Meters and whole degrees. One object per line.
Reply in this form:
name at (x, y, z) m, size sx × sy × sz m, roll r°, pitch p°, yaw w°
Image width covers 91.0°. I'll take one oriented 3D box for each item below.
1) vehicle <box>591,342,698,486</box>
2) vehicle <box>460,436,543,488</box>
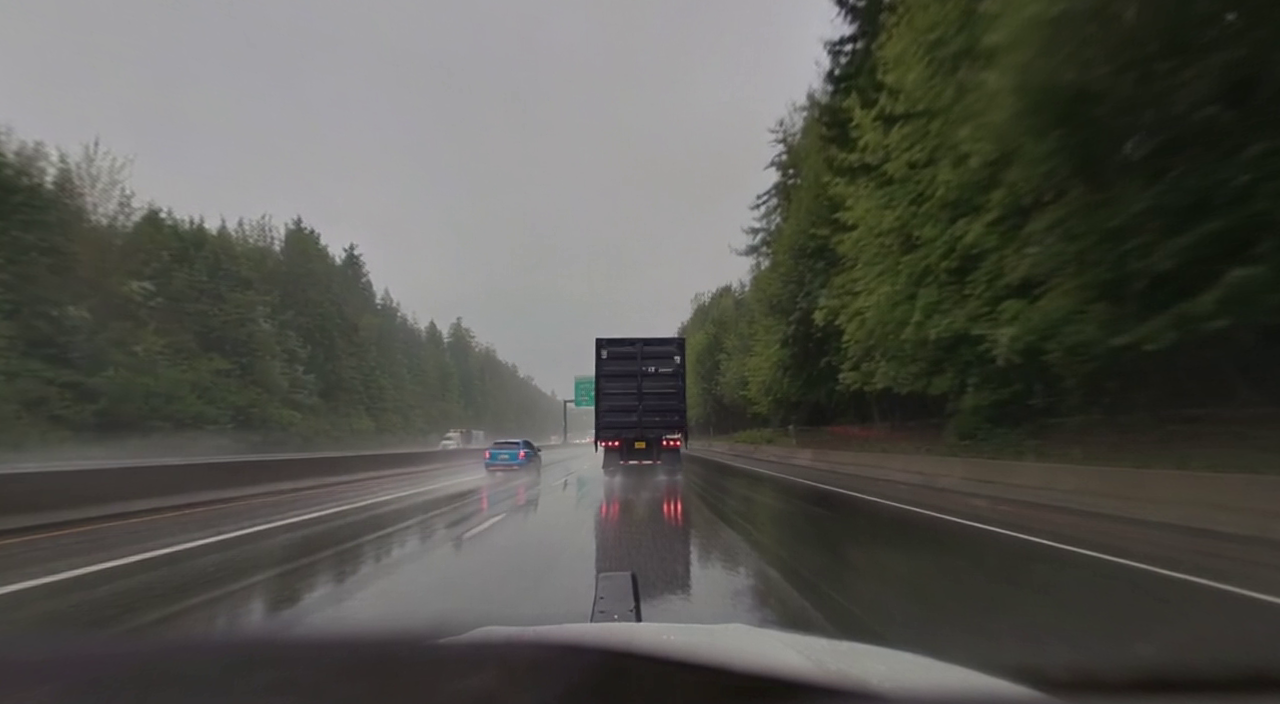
vehicle at (0.002, 2.527, 23.607) m, size 3.073 × 4.196 × 10.546 m, roll 0°, pitch -8°, yaw -1°
vehicle at (-4.500, 3.634, 21.180) m, size 1.854 × 1.530 × 4.268 m, roll 0°, pitch -8°, yaw 0°
